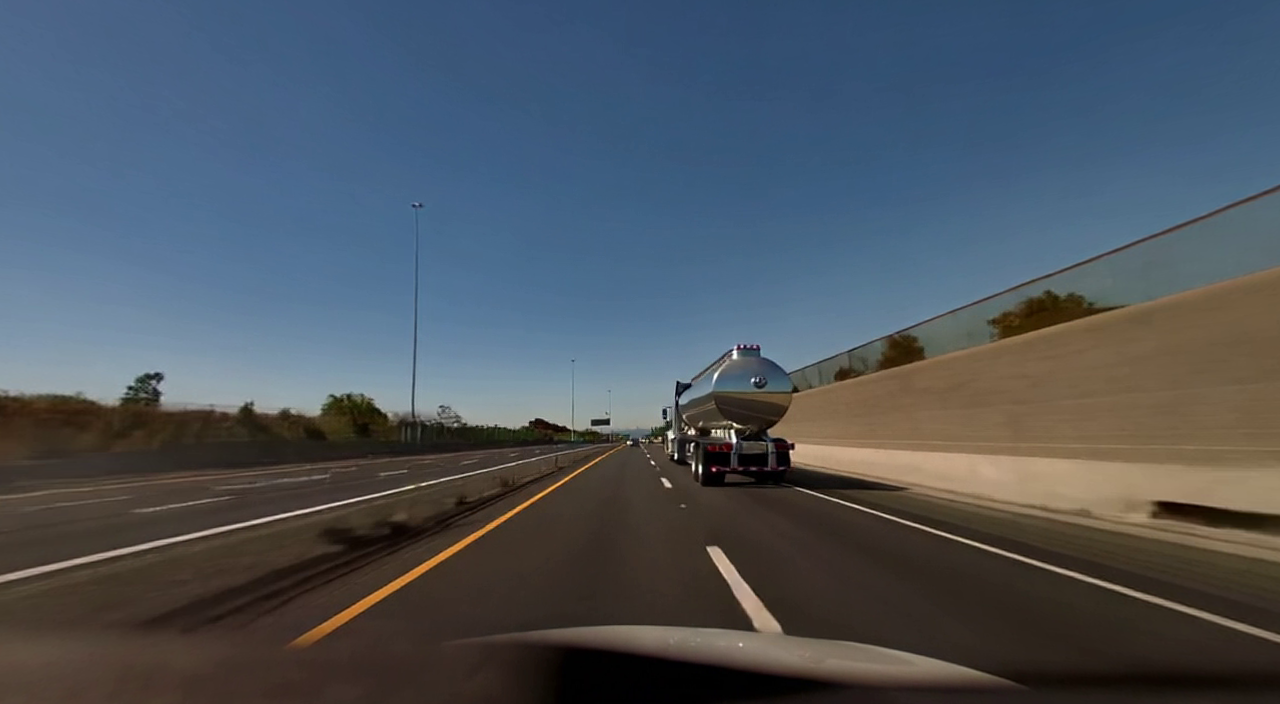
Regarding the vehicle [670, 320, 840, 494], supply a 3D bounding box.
[{"bbox_3d":[2.724,1.925,19.237,2.946,3.745,11.516,0,-8,0],"label":"vehicle"}]
